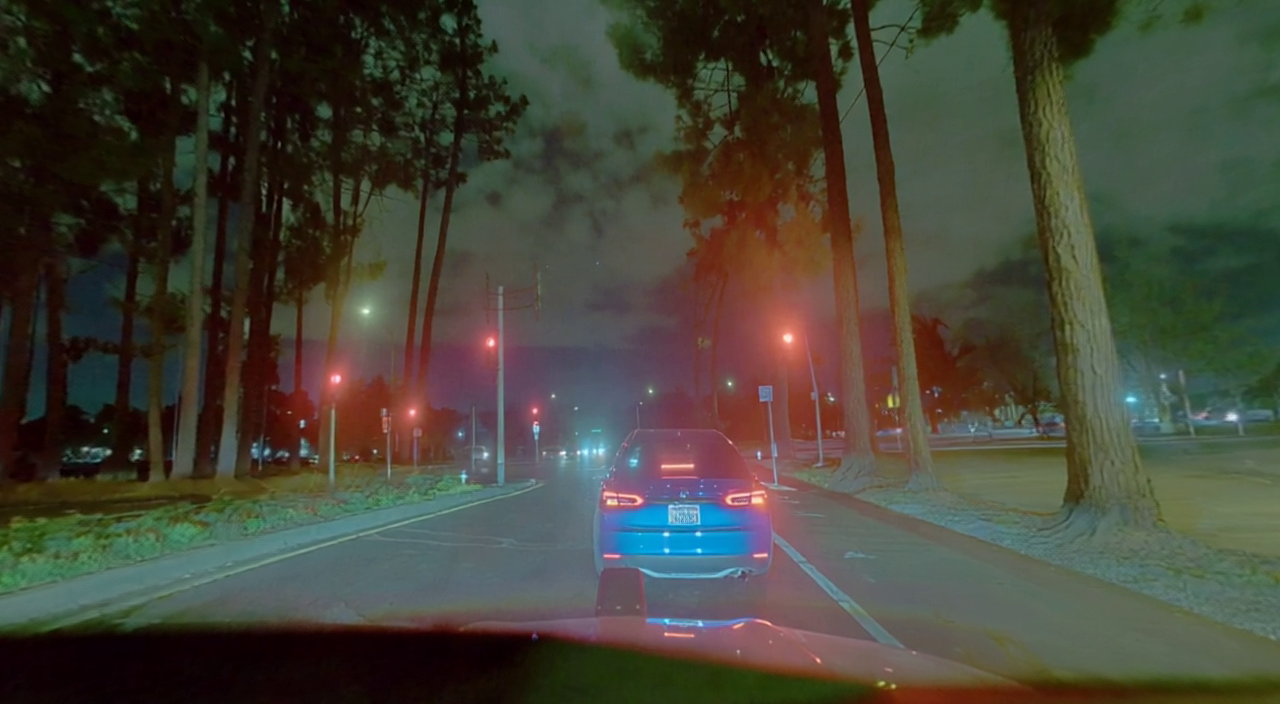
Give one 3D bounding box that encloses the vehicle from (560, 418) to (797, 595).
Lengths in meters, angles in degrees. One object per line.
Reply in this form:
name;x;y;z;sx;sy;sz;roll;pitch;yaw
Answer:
vehicle;0.368;1.616;7.403;2.035;1.499;3.799;0;-8;1
